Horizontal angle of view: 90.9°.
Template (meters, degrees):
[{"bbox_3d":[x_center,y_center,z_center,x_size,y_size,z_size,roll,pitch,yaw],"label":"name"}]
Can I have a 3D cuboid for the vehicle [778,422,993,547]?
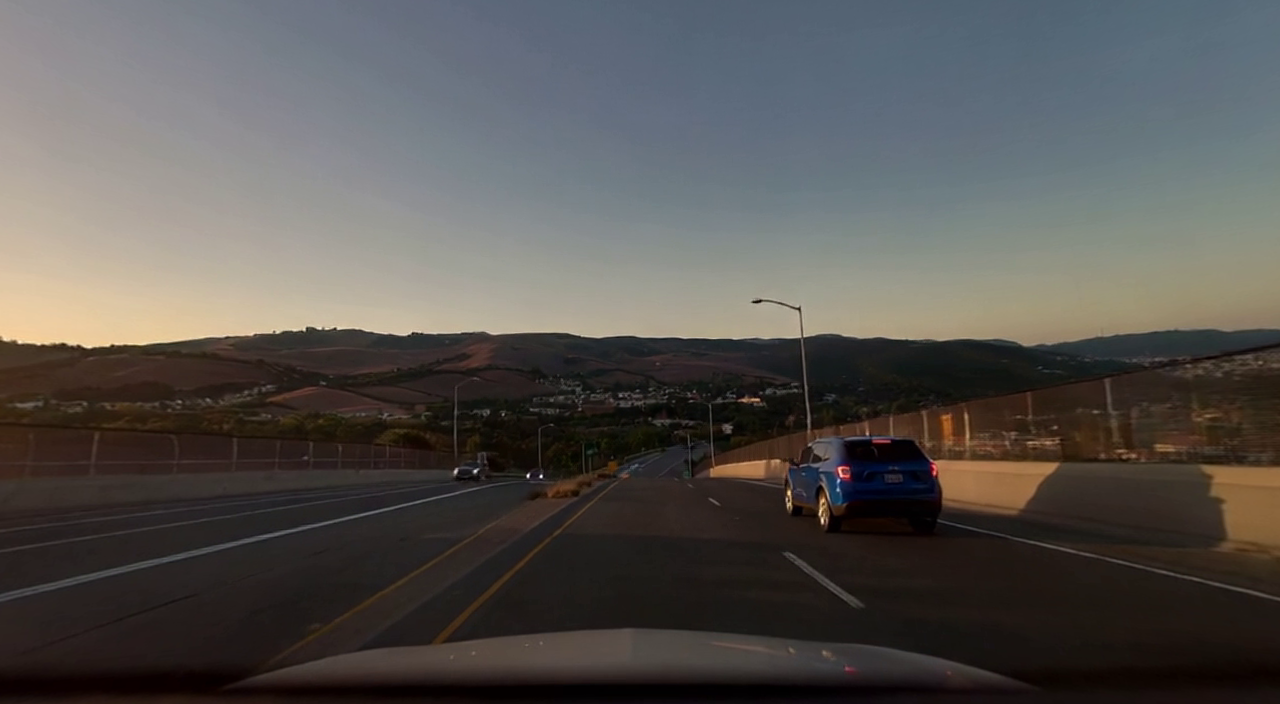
[{"bbox_3d":[3.920,2.186,11.048,1.989,1.730,4.324,0,-9,0],"label":"vehicle"}]
